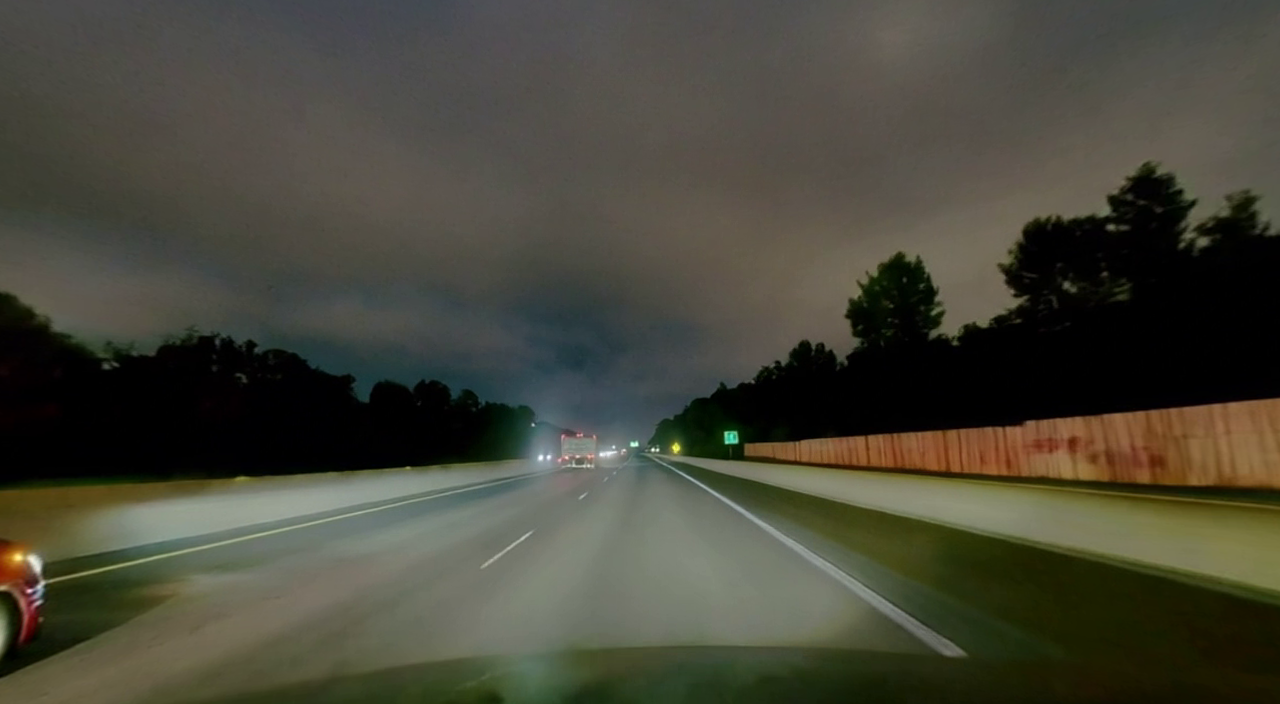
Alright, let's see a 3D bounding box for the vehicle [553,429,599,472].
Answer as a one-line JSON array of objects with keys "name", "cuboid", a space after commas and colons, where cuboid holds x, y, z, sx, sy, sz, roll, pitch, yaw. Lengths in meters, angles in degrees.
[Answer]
[{"name": "vehicle", "cuboid": [-3.950, 6.232, 39.853, 2.305, 2.517, 5.486, 0, -9, 0]}]
